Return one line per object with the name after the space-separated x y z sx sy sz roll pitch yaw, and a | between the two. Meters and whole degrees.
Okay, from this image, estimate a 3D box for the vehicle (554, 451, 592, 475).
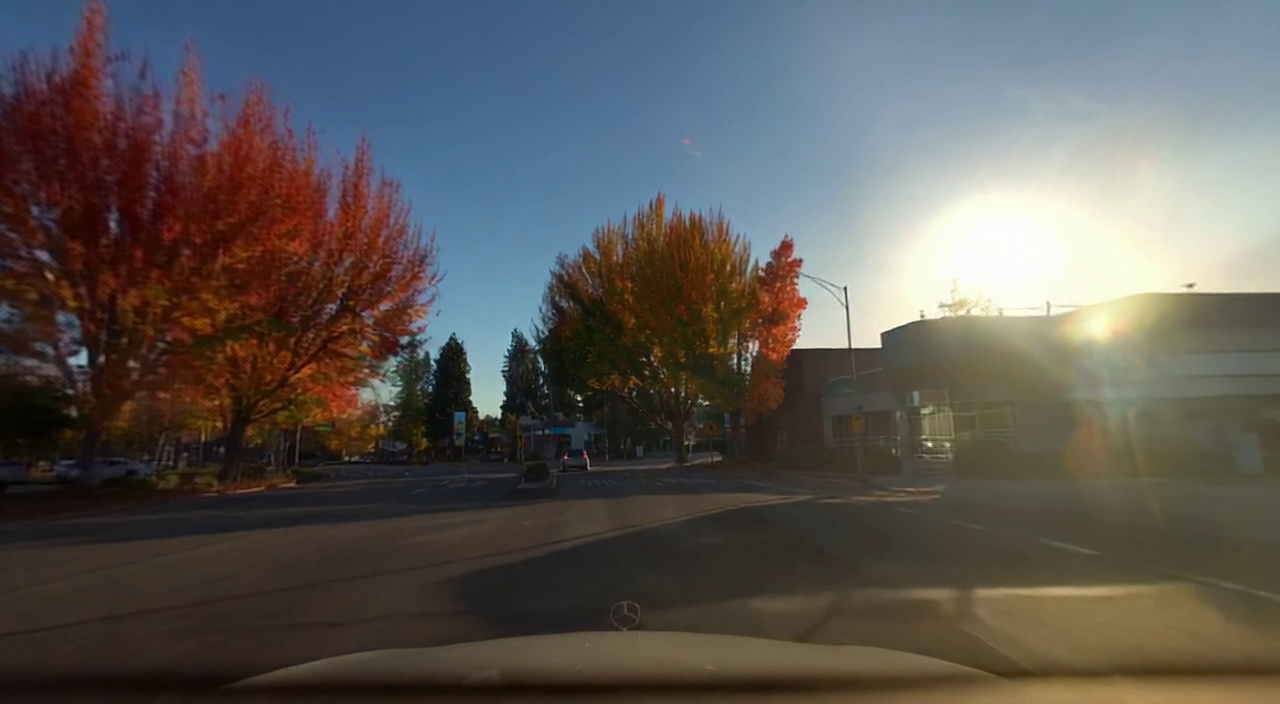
-4.646 7.558 43.225 2.018 1.512 4.304 2 -9 -14 | vehicle

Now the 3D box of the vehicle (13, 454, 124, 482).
-36.771 7.457 40.668 4.807 1.665 2.045 2 -9 -10 | vehicle
